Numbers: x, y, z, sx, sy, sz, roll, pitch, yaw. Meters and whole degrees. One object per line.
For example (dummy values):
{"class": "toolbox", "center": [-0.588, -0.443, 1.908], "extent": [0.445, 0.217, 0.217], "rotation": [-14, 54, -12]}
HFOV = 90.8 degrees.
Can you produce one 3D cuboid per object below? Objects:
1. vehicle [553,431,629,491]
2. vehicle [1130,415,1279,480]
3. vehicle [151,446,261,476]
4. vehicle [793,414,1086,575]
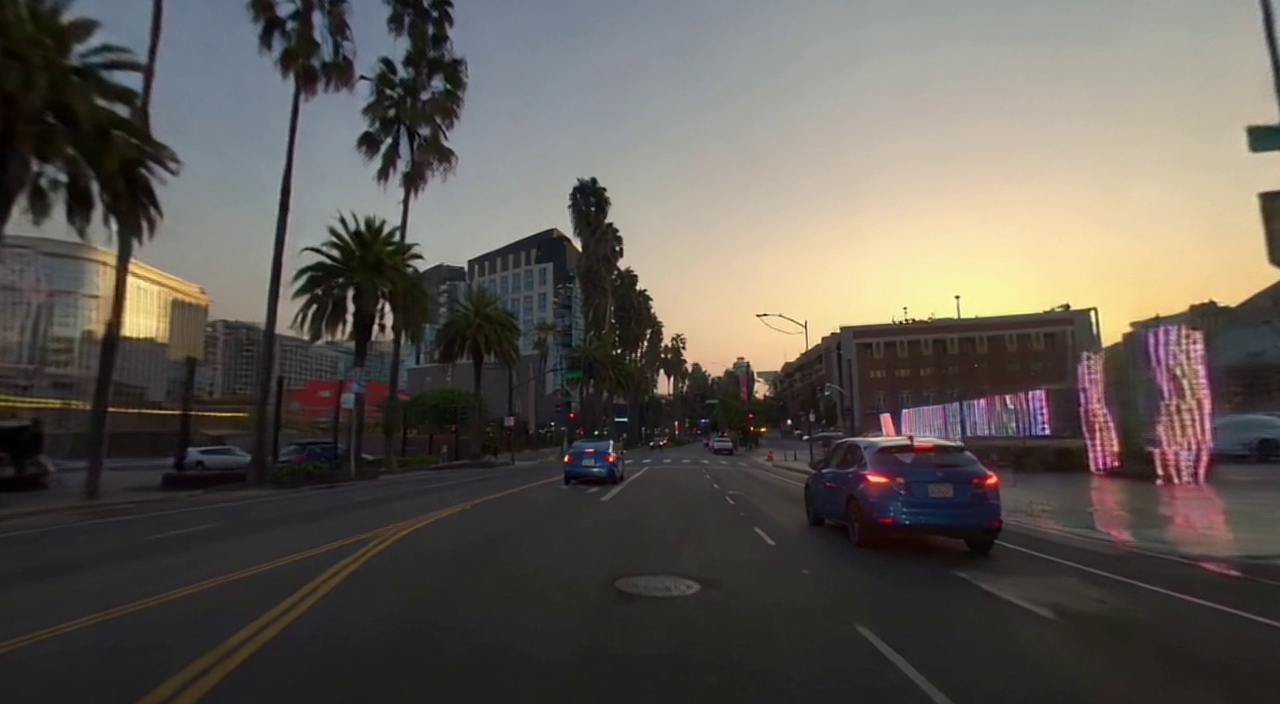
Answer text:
{"class": "vehicle", "center": [-1.415, 3.401, 20.109], "extent": [2.063, 1.664, 4.471], "rotation": [0, -8, 0]}
{"class": "vehicle", "center": [16.567, 2.756, 18.372], "extent": [4.380, 1.659, 1.930], "rotation": [4, -9, -28]}
{"class": "vehicle", "center": [-23.989, 6.006, 35.145], "extent": [1.800, 1.462, 4.752], "rotation": [-4, -9, 23]}
{"class": "vehicle", "center": [3.649, 1.807, 8.815], "extent": [1.983, 1.654, 4.354], "rotation": [0, -8, 1]}
